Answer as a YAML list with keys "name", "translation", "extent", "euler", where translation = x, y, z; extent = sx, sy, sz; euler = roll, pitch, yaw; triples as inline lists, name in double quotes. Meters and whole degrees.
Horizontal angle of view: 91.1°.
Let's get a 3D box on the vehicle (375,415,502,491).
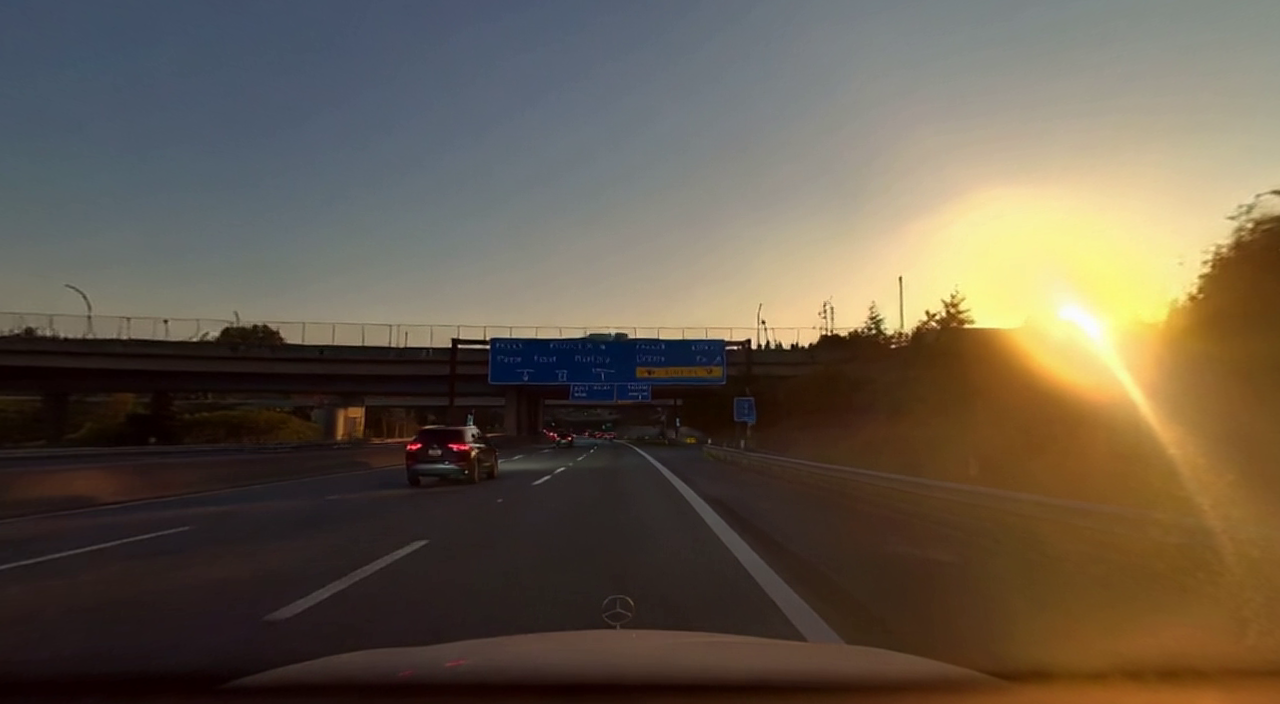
- name: "vehicle"
  translation: [-5.074, 2.593, 16.506]
  extent: [2.007, 1.727, 4.040]
  euler: [0, -8, 0]
